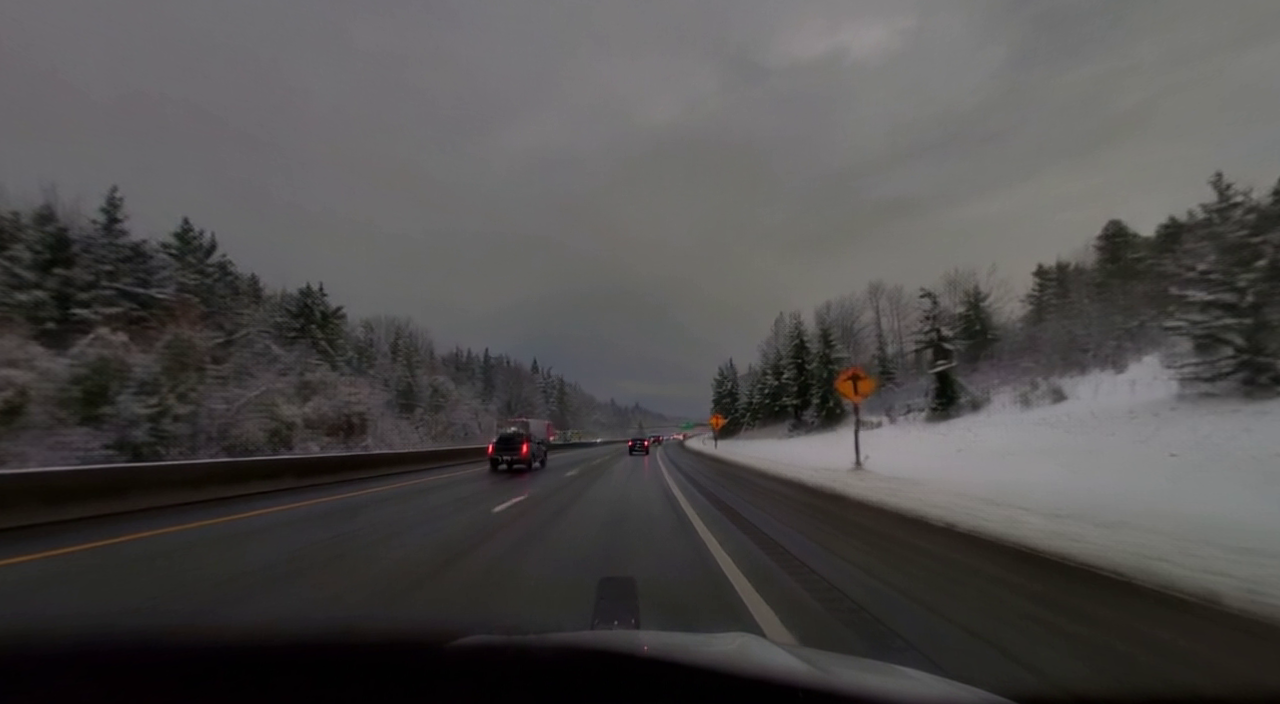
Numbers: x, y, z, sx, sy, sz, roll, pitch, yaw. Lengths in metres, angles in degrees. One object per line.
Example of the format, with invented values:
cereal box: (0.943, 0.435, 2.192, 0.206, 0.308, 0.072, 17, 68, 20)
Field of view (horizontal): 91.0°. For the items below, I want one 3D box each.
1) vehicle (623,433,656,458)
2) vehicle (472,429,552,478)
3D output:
vehicle: (-0.056, 6.492, 43.758, 2.146, 1.636, 4.026, 0, -8, 0)
vehicle: (-4.683, 3.793, 23.716, 2.075, 1.653, 4.317, -1, -8, 1)
